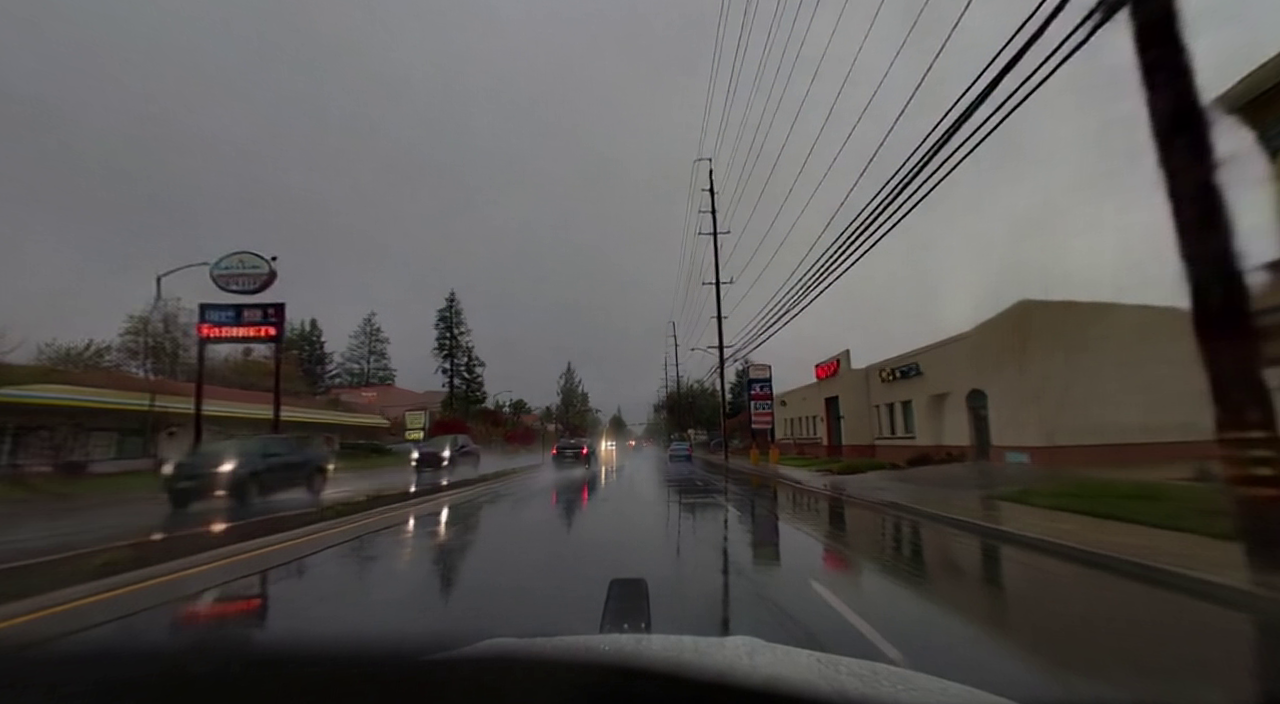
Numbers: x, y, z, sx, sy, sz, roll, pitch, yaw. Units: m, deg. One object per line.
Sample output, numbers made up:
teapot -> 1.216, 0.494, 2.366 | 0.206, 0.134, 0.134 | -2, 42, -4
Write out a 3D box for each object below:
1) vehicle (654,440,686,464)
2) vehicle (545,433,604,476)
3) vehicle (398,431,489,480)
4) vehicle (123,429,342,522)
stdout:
vehicle -> 1.956, 6.491, 41.064 | 1.978, 1.455, 4.195 | -1, -8, 2
vehicle -> -2.715, 4.368, 27.078 | 2.047, 1.664, 4.148 | -1, -8, 1
vehicle -> -7.823, 4.179, 25.662 | 2.009, 1.773, 4.925 | -1, -8, 2
vehicle -> -8.159, 2.483, 13.183 | 1.795, 1.607, 4.059 | -1, -8, 1
